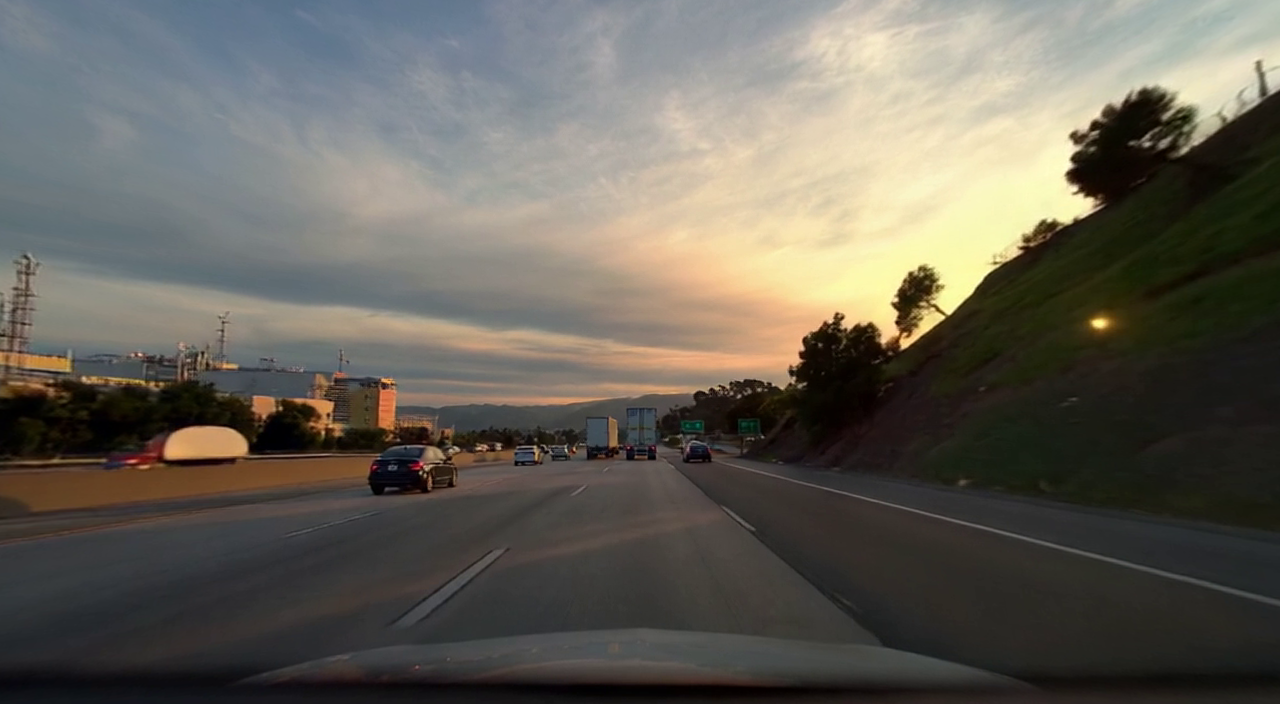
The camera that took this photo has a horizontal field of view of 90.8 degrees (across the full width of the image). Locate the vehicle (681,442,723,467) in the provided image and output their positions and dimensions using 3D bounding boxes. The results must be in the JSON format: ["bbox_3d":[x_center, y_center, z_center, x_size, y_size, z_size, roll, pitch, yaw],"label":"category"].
[{"bbox_3d":[3.636,6.126,37.855,2.006,1.452,4.246,0,-9,-1],"label":"vehicle"}]

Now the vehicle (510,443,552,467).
[{"bbox_3d":[-6.892,6.572,40.347,1.891,1.460,4.506,0,-9,0],"label":"vehicle"}]

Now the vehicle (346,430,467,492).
[{"bbox_3d":[-7.280,3.451,20.240,2.122,1.754,4.379,0,-9,1],"label":"vehicle"}]

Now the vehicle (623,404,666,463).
[{"bbox_3d":[0.273,6.551,49.940,2.969,4.104,10.906,0,-9,0],"label":"vehicle"}]
